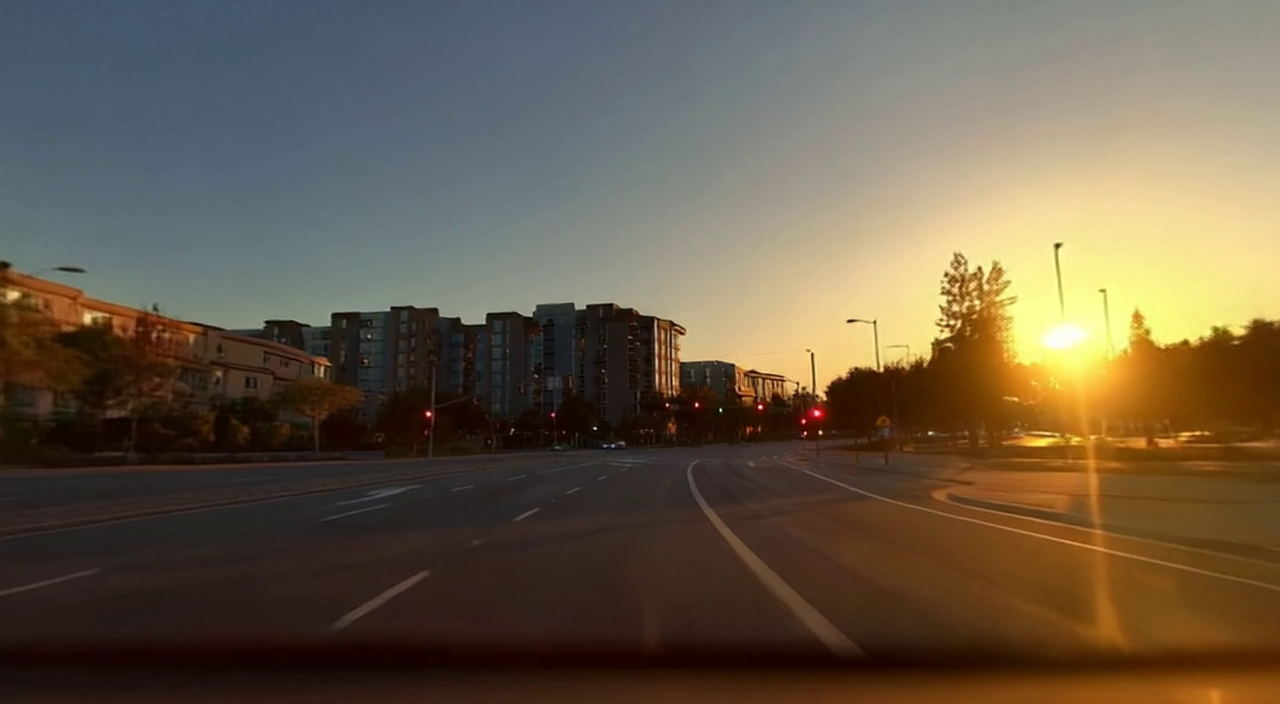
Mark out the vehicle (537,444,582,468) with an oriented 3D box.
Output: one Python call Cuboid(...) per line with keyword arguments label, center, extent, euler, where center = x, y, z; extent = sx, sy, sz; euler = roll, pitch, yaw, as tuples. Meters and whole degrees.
Cuboid(label="vehicle", center=(-5.311, 6.944, 42.268), extent=(1.893, 1.503, 4.309), euler=(-2, -9, 9))
